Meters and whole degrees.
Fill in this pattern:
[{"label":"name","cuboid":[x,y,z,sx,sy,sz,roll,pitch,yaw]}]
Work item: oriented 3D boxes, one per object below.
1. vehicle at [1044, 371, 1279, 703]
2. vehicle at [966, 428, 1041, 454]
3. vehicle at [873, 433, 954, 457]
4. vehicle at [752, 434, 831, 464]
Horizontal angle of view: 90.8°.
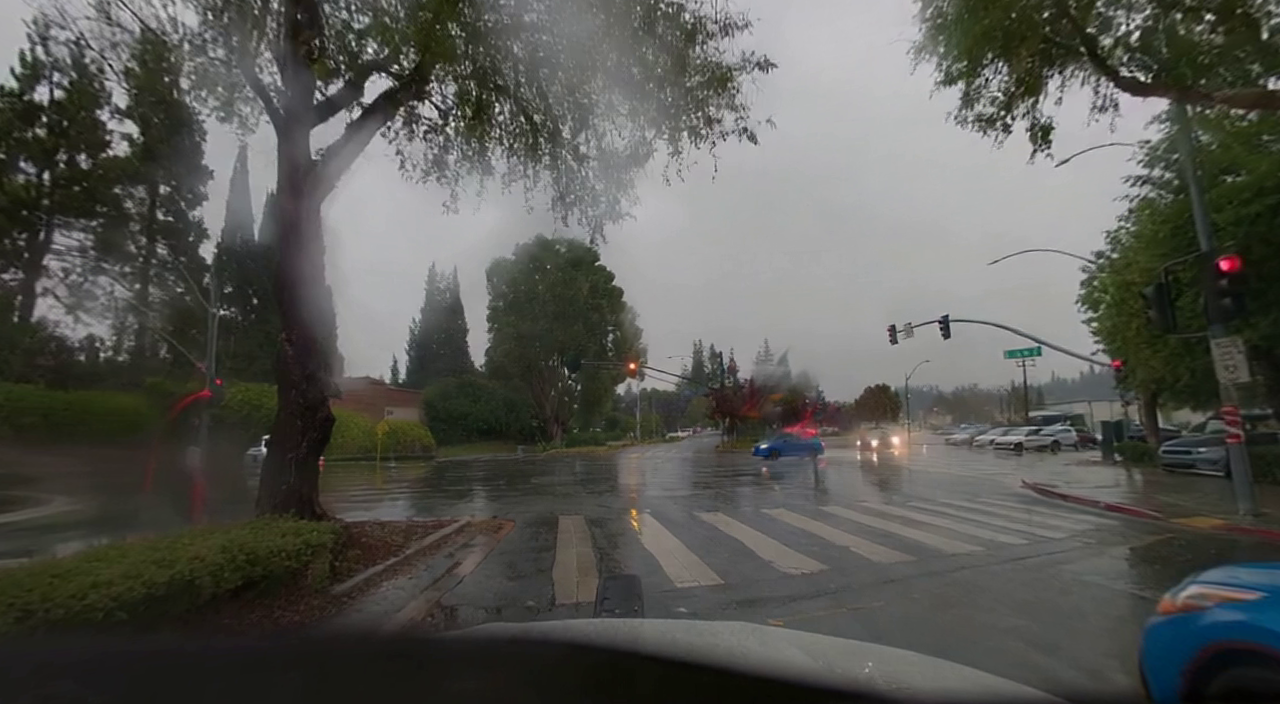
[{"label":"vehicle","cuboid":[3.144,0.628,0.625,2.017,1.559,5.132,0,-9,-1]},{"label":"vehicle","cuboid":[26.858,6.614,46.670,5.032,1.828,2.183,4,-9,-24]},{"label":"vehicle","cuboid":[18.645,6.328,43.014,5.234,1.549,1.982,4,-9,-24]},{"label":"vehicle","cuboid":[8.050,5.165,33.593,3.896,1.500,1.740,5,-10,-30]}]
